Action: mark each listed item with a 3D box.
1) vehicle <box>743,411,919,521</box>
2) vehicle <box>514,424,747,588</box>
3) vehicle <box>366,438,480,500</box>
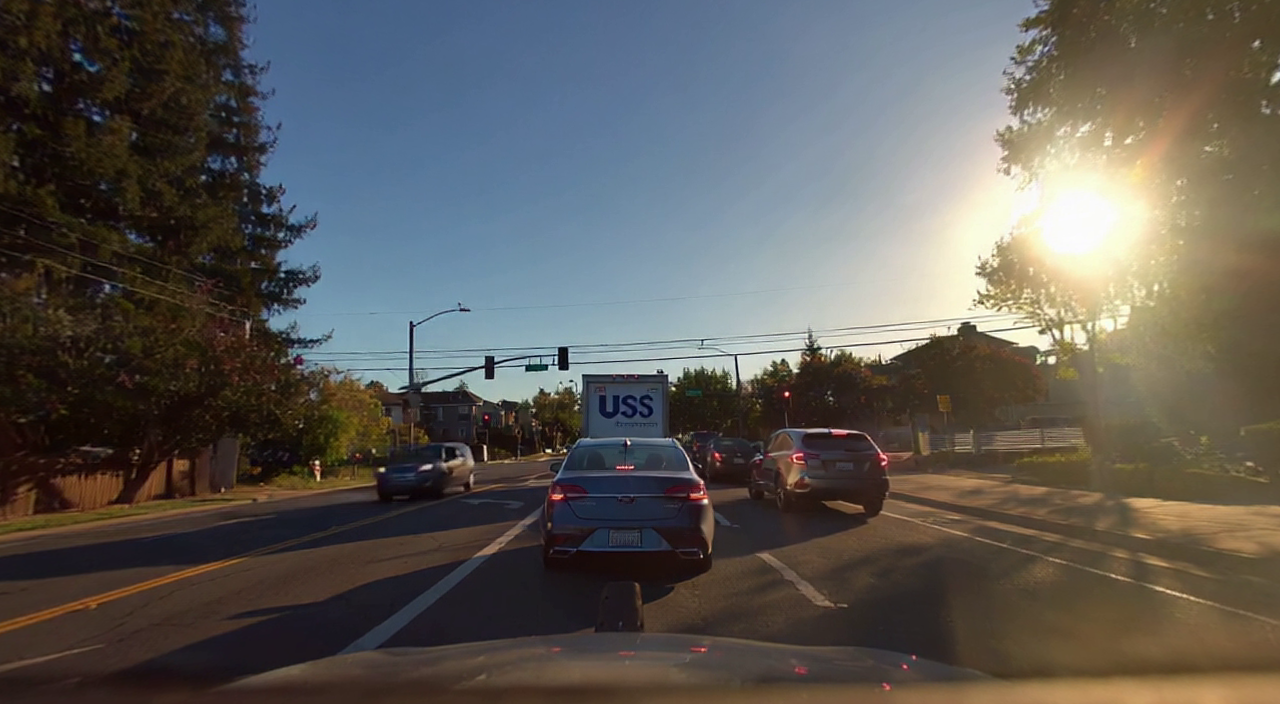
[{"bbox_3d":[3.600,2.260,12.985,2.145,1.847,4.524,0,-8,-1],"label":"vehicle"},{"bbox_3d":[-0.139,1.730,7.978,2.135,1.483,4.207,0,-8,-2],"label":"vehicle"},{"bbox_3d":[-6.355,3.457,19.078,1.962,1.640,4.161,0,-8,0],"label":"vehicle"}]
